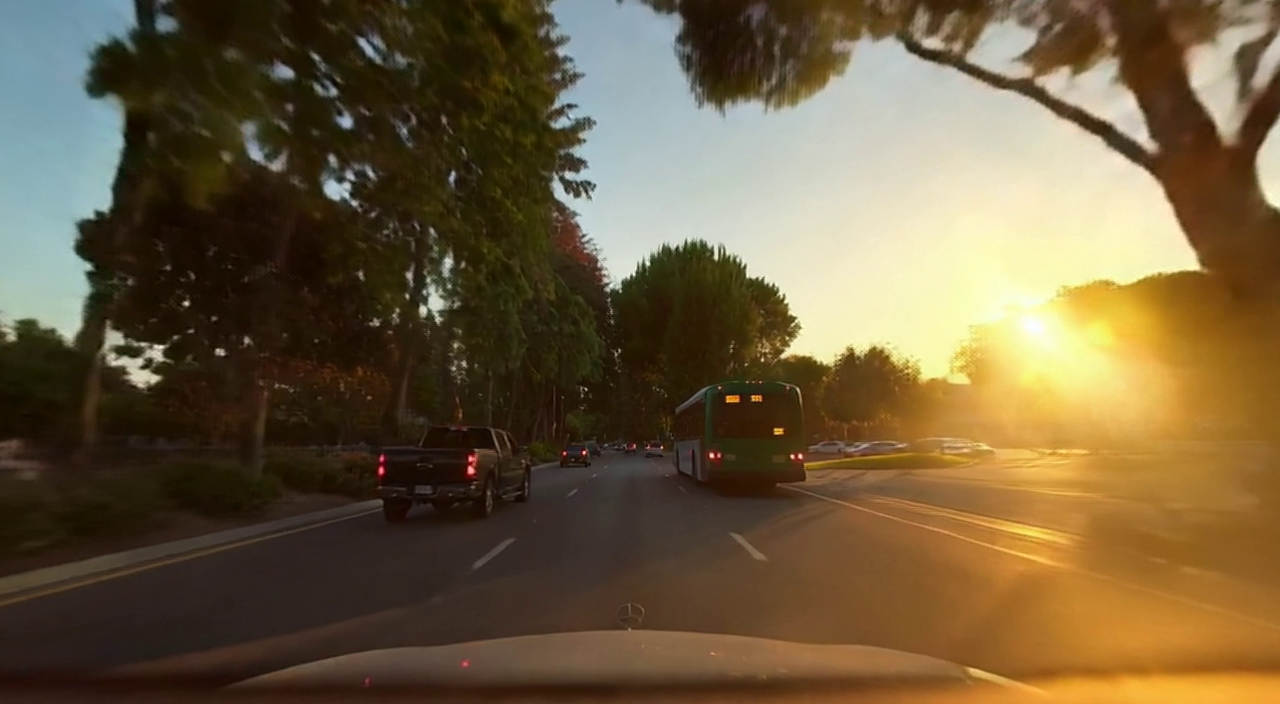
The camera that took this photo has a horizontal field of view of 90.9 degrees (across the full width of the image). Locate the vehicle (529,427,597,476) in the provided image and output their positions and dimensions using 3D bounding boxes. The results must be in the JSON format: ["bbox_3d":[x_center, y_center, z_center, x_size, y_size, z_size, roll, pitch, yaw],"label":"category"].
[{"bbox_3d":[-3.488,4.656,29.807,2.513,2.066,5.820,0,-8,0],"label":"vehicle"}]

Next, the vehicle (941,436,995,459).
[{"bbox_3d":[24.132,7.061,46.532,1.987,1.604,4.005,0,-9,3],"label":"vehicle"}]

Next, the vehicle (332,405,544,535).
[{"bbox_3d":[-3.310,2.081,11.703,2.074,1.849,5.137,0,-8,2],"label":"vehicle"}]

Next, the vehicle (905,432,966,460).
[{"bbox_3d":[21.773,6.949,46.650,2.152,1.945,4.827,0,-8,1],"label":"vehicle"}]

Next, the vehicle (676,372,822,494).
[{"bbox_3d":[3.293,3.104,23.342,3.059,3.264,12.623,0,-8,0],"label":"vehicle"}]

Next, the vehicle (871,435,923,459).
[{"bbox_3d":[19.014,7.089,46.827,2.062,1.683,4.209,0,-8,1],"label":"vehicle"}]
